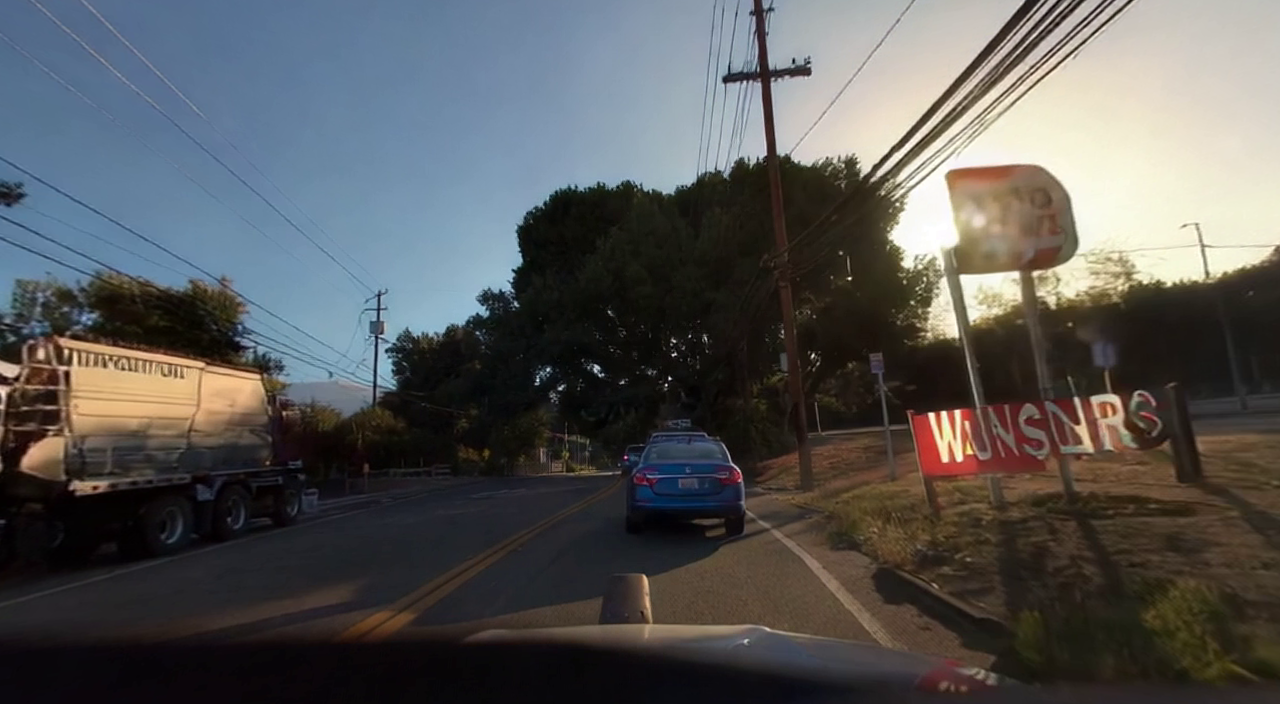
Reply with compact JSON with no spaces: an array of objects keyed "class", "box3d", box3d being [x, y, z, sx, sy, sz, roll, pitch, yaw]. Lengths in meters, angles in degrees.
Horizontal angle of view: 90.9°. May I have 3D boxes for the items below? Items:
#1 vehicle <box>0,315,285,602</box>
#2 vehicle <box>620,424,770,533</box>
[{"class":"vehicle","box3d":[-8.498,1.352,7.463,3.395,3.071,7.634,-7,-6,7]},{"class":"vehicle","box3d":[0.794,2.050,10.740,2.081,1.503,3.726,0,-8,1]}]
